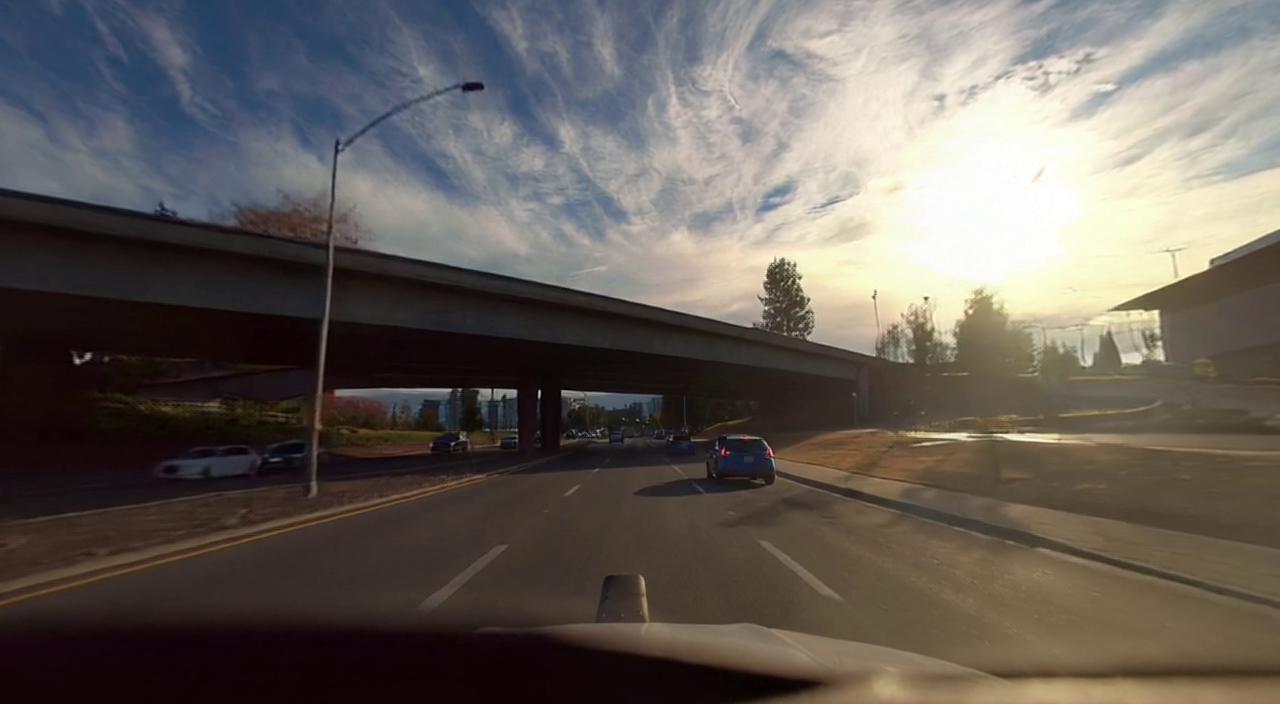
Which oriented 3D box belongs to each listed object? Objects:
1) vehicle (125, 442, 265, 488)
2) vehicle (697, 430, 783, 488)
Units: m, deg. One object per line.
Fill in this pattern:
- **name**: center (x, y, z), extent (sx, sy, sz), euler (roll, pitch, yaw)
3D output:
- **vehicle**: center (-16.340, 4.144, 23.500), extent (1.967, 1.520, 4.542), euler (0, -9, -1)
- **vehicle**: center (3.191, 3.530, 21.117), extent (2.110, 1.712, 4.489), euler (0, -9, 0)
